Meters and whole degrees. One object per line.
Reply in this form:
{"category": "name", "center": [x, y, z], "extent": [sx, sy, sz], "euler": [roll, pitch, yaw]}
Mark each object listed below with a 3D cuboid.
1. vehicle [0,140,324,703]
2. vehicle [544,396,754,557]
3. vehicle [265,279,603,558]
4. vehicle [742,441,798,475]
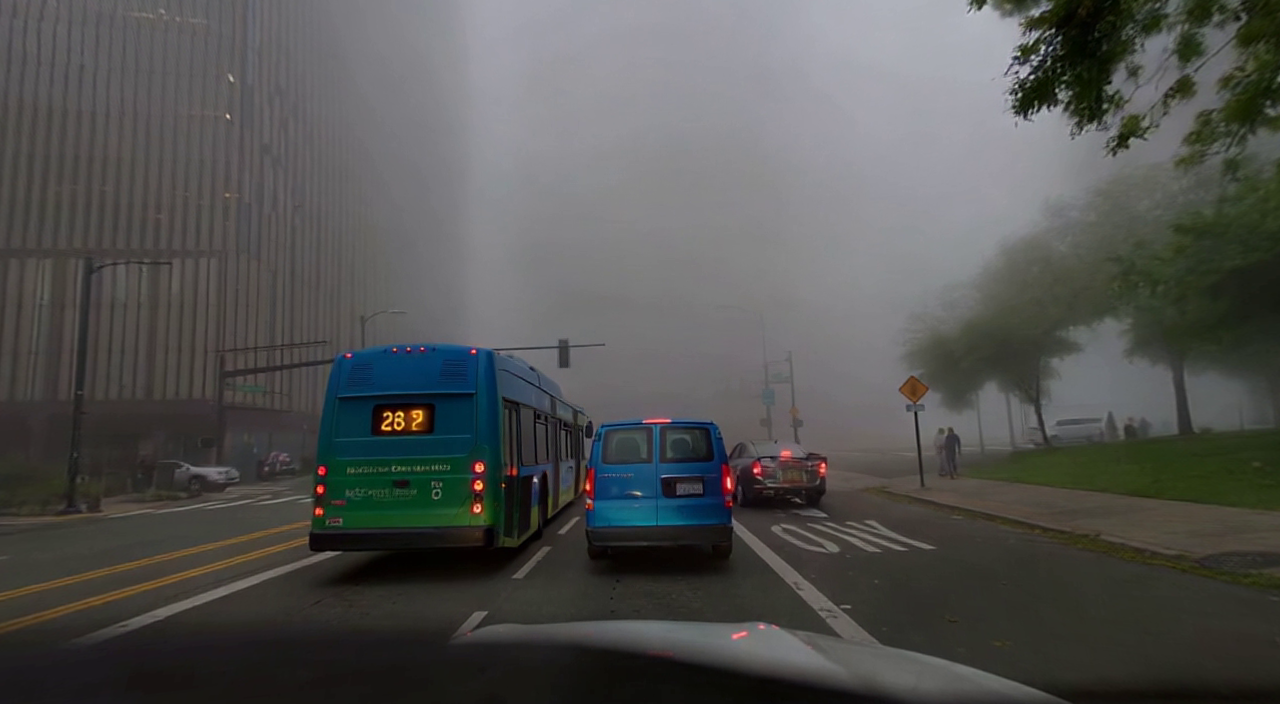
{"category": "vehicle", "center": [-2.758, 0.329, 0.217], "extent": [2.329, 2.089, 5.659], "euler": [0, -9, 0]}
{"category": "vehicle", "center": [0.130, 1.815, 9.767], "extent": [2.500, 1.912, 4.270], "euler": [0, -9, 1]}
{"category": "vehicle", "center": [-2.907, 1.798, 14.586], "extent": [3.042, 3.445, 13.615], "euler": [0, -9, 1]}
{"category": "vehicle", "center": [6.197, 5.088, 30.448], "extent": [1.919, 1.529, 4.059], "euler": [0, -9, 1]}
